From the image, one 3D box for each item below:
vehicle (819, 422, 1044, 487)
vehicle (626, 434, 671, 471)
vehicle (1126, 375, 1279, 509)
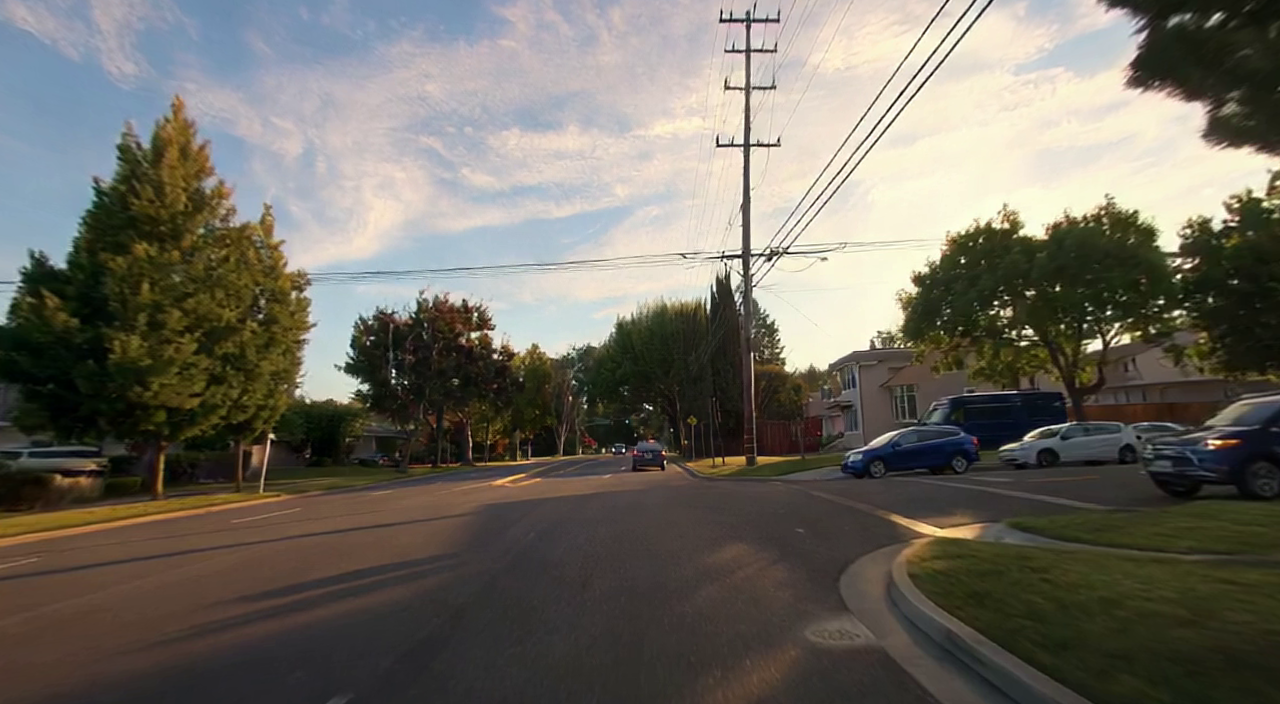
[{"bbox_3d":[6.933,2.497,15.413,4.543,1.472,1.830,0,-9,2],"label":"vehicle"},{"bbox_3d":[0.412,5.009,31.531,2.120,1.718,3.909,0,-9,1],"label":"vehicle"},{"bbox_3d":[10.930,1.360,9.615,5.166,1.827,2.040,-1,-9,2],"label":"vehicle"}]
